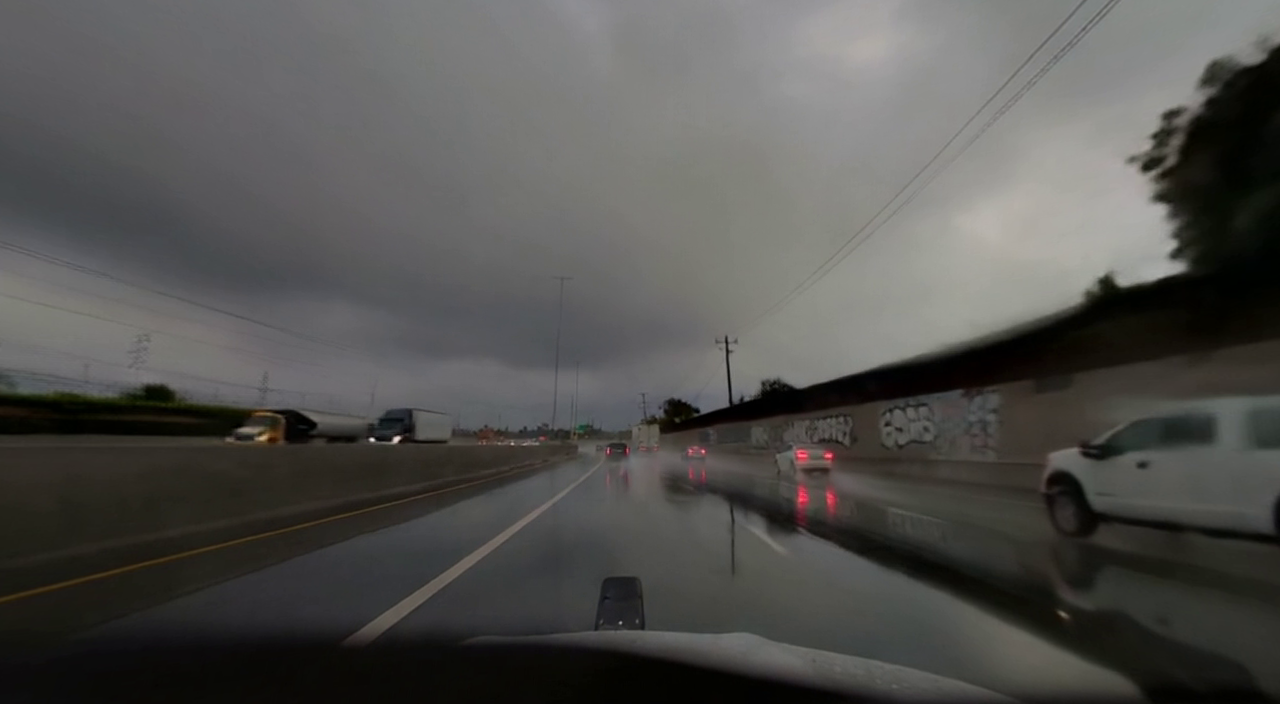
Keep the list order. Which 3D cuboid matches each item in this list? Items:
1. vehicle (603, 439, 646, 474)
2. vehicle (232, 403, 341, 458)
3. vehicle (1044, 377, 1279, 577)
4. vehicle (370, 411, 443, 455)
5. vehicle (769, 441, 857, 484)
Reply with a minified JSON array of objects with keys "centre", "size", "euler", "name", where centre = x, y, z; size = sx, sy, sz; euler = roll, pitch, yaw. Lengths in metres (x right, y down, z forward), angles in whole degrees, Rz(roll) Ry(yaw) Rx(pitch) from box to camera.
[{"centre":[-0.822,5.479,33.270],"size":[2.191,1.685,3.353],"euler":[0,-9,-2],"name":"vehicle"},{"centre":[-21.622,4.950,39.187],"size":[2.876,3.127,6.718],"euler":[0,-9,-1],"name":"vehicle"},{"centre":[7.371,1.284,6.635],"size":[2.325,1.924,5.838],"euler":[0,-9,-1],"name":"vehicle"},{"centre":[-18.016,6.409,49.389],"size":[2.933,3.133,8.090],"euler":[0,-9,-3],"name":"vehicle"},{"centre":[6.665,4.294,24.924],"size":[2.032,1.525,4.631],"euler":[0,-9,-2],"name":"vehicle"}]
